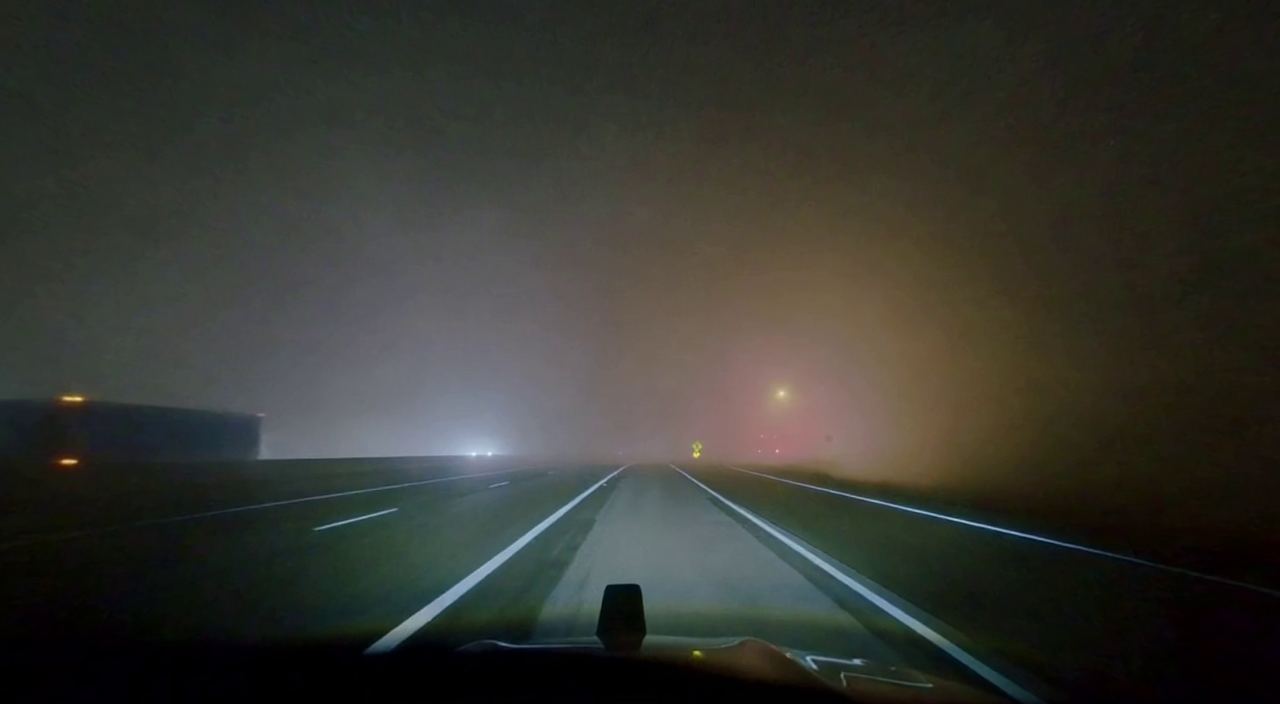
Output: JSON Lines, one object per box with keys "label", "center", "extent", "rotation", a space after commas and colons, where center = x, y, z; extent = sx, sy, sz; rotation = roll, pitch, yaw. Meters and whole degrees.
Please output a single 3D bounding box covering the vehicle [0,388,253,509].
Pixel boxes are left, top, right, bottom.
{"label": "vehicle", "center": [-23.213, 4.316, 27.914], "extent": [2.910, 4.044, 14.275], "rotation": [0, -9, 1]}
